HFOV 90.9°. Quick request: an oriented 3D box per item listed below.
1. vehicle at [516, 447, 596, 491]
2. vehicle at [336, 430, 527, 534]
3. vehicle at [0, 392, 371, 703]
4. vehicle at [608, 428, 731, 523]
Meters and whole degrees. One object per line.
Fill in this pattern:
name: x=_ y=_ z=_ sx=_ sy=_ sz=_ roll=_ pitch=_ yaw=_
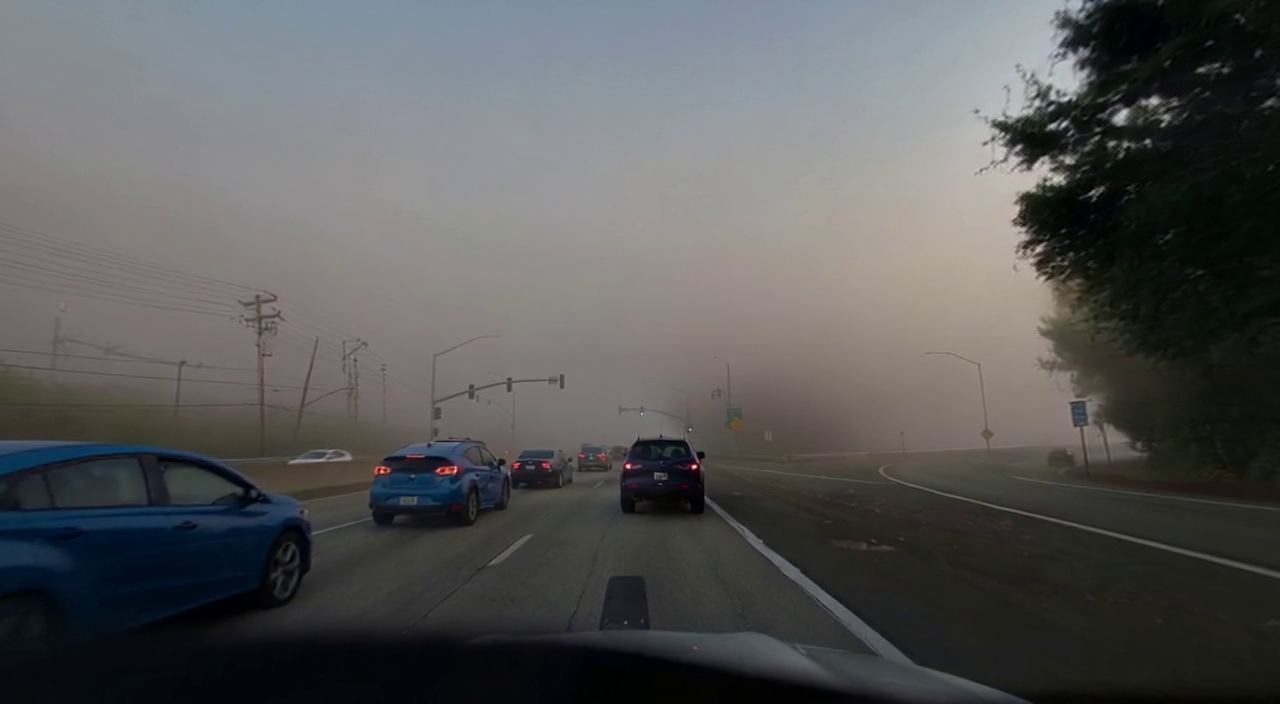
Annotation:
vehicle: x=-2.924 y=4.201 z=23.057 sx=2.105 sy=1.436 sz=4.311 roll=-1 pitch=-9 yaw=3
vehicle: x=-3.717 y=2.404 z=12.270 sx=2.018 sy=1.621 sz=4.441 roll=-1 pitch=-9 yaw=2
vehicle: x=-3.812 y=1.215 z=4.415 sx=1.999 sy=1.563 sz=4.007 roll=0 pitch=-9 yaw=1
vehicle: x=0.597 y=2.537 z=13.396 sx=2.205 sy=1.691 sz=3.937 roll=-1 pitch=-9 yaw=2
